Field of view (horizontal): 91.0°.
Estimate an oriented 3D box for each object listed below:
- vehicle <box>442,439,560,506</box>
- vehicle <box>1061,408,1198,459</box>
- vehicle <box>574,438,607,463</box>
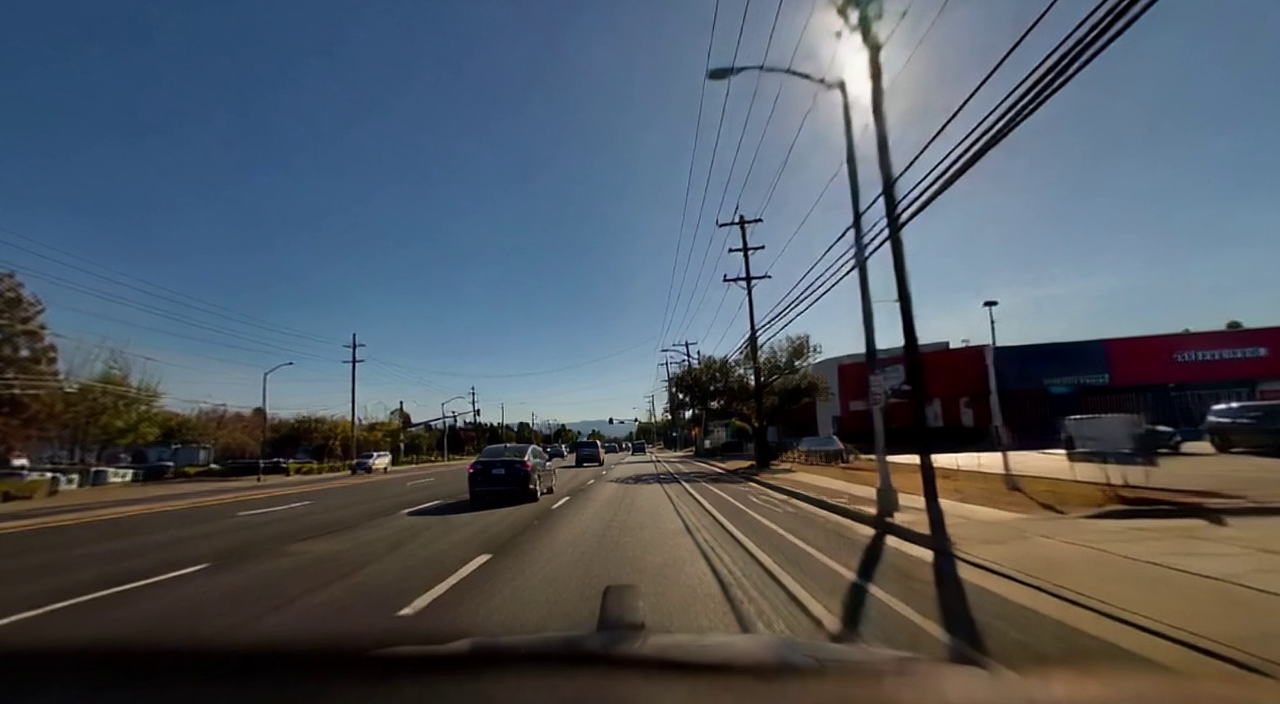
[{"bbox_3d":[-3.412,3.049,16.373,1.942,1.469,4.426,0,-9,2],"label":"vehicle"},{"bbox_3d":[16.525,2.805,21.235,4.497,1.548,1.997,5,-10,-30],"label":"vehicle"},{"bbox_3d":[-3.569,7.259,46.450,2.087,1.736,4.311,0,-9,0],"label":"vehicle"}]
